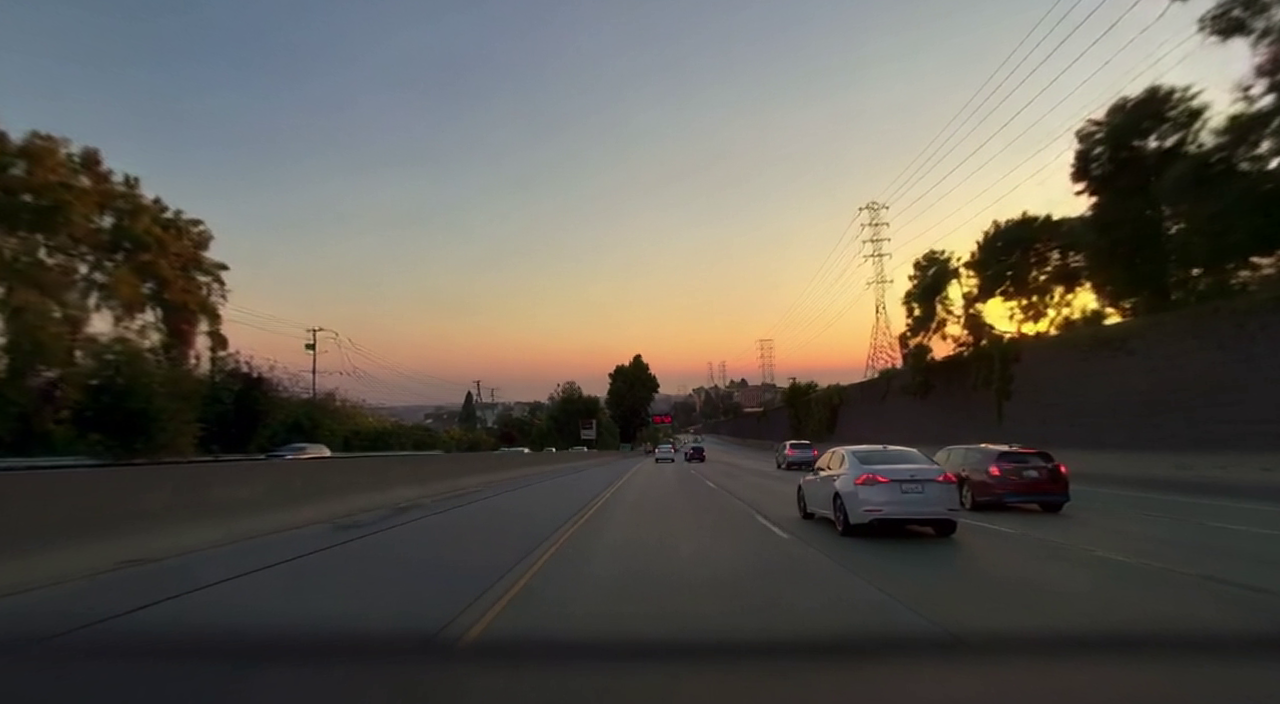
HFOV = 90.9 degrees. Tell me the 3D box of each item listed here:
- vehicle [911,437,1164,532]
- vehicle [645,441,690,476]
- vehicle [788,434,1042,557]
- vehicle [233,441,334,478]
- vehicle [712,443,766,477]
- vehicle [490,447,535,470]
[{"bbox_3d":[7.246,2.424,12.272,1.937,1.477,4.696,0,-8,1],"label":"vehicle"},{"bbox_3d":[1.333,5.136,30.574,2.042,1.581,3.769,0,-8,2],"label":"vehicle"},{"bbox_3d":[3.884,2.074,9.956,1.986,1.478,4.429,0,-8,0],"label":"vehicle"},{"bbox_3d":[-16.930,5.123,30.288,2.022,1.618,4.617,0,-8,2],"label":"vehicle"},{"bbox_3d":[4.502,4.975,29.276,1.936,1.465,4.060,0,-8,1],"label":"vehicle"},{"bbox_3d":[-8.383,7.005,41.752,1.892,1.385,4.029,-1,-8,3],"label":"vehicle"}]
